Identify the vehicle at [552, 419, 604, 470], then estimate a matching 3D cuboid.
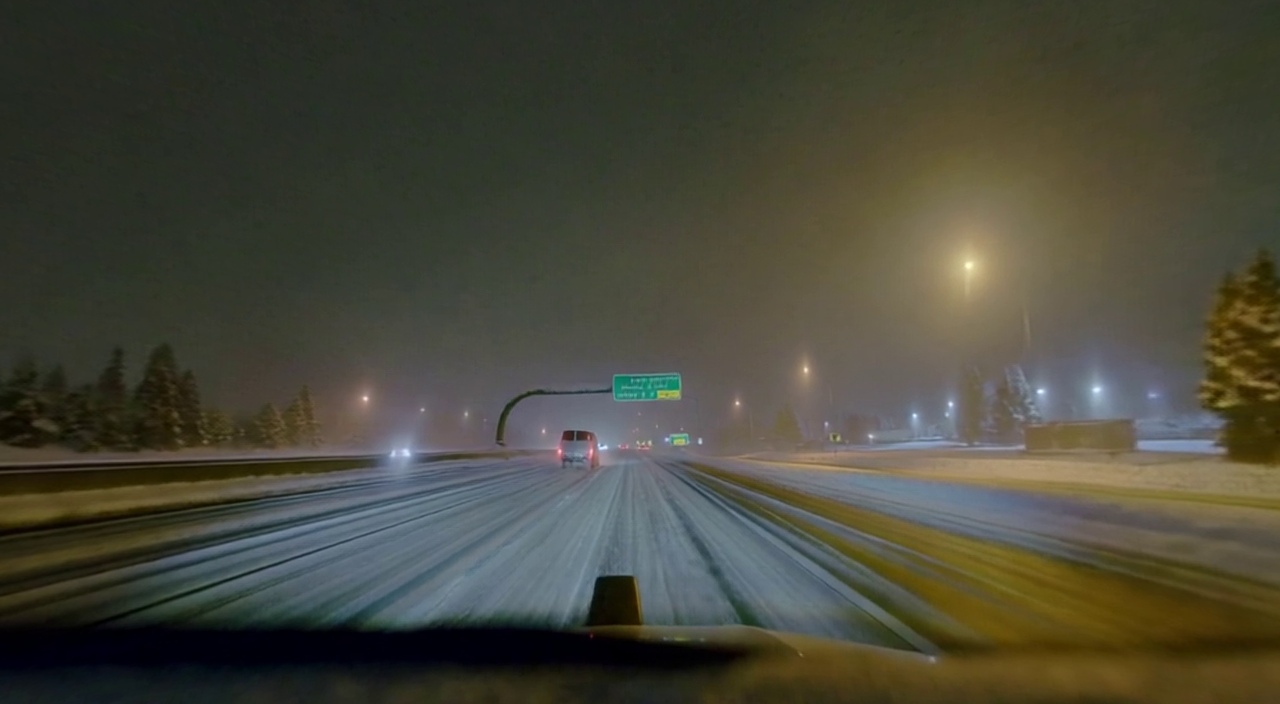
[{"bbox_3d":[-3.822,5.967,40.691,2.881,2.937,7.045,0,-9,-2],"label":"vehicle"}]
